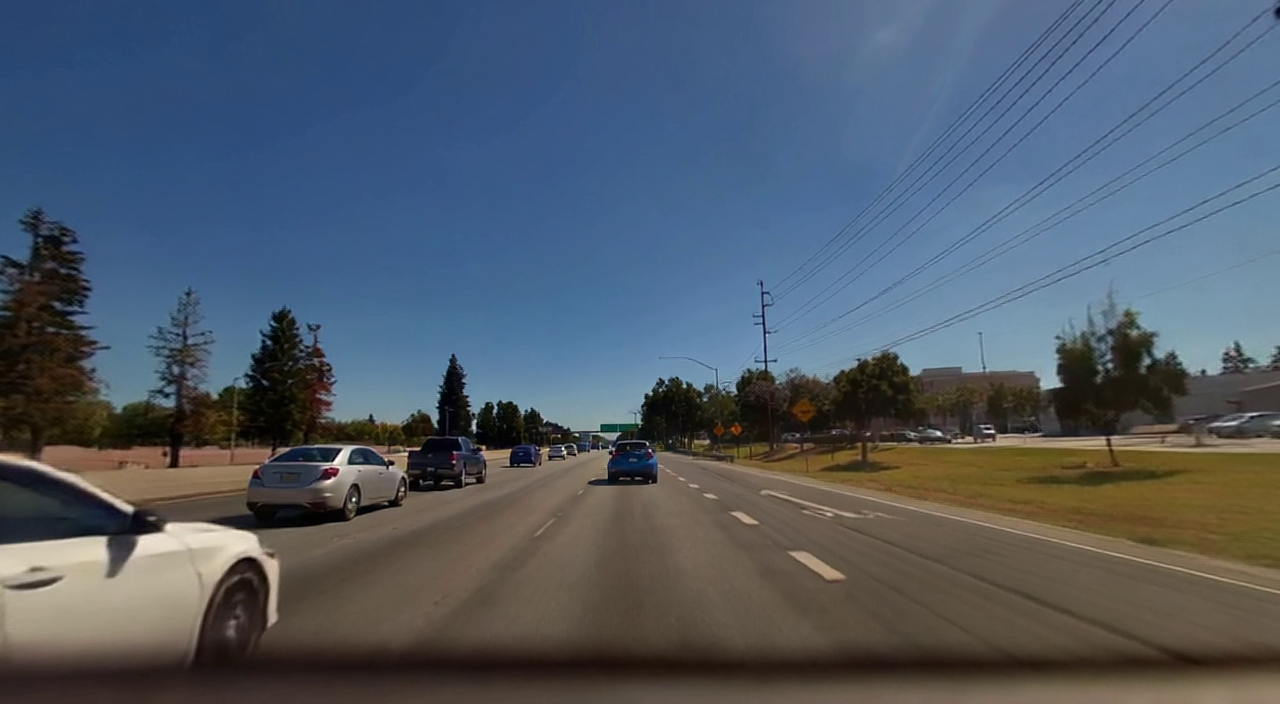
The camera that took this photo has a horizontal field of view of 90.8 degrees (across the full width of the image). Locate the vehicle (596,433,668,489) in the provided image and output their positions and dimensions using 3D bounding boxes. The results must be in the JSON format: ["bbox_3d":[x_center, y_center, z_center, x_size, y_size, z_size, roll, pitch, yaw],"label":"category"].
[{"bbox_3d":[-0.287,3.570,20.989,2.140,1.653,4.108,0,-9,-1],"label":"vehicle"}]

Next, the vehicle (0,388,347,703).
[{"bbox_3d":[-3.155,0.889,2.073,2.174,1.510,4.636,0,-9,0],"label":"vehicle"}]

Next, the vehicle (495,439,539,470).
[{"bbox_3d":[-7.381,6.205,38.385,1.914,1.756,4.179,0,-8,-1],"label":"vehicle"}]

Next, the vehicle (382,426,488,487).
[{"bbox_3d":[-7.094,3.694,22.545,2.144,1.905,4.967,0,-8,0],"label":"vehicle"}]
